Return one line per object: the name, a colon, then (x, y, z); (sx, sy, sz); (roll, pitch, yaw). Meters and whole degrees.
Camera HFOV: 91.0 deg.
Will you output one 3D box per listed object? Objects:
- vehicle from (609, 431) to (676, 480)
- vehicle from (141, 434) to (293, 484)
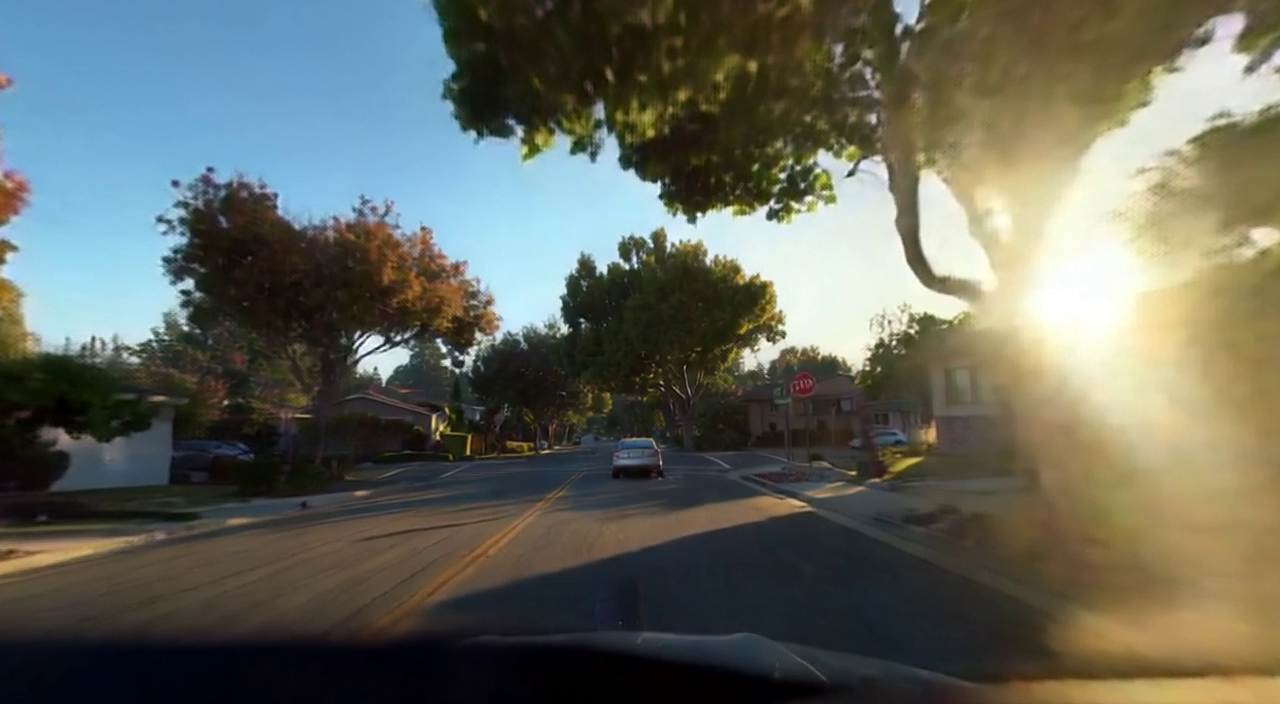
vehicle: (0.004, 3.474, 21.312); (2.043, 1.484, 4.340); (0, -8, -2)
vehicle: (-20.835, 5.299, 31.232); (5.796, 1.946, 2.391); (-4, -10, -3)
